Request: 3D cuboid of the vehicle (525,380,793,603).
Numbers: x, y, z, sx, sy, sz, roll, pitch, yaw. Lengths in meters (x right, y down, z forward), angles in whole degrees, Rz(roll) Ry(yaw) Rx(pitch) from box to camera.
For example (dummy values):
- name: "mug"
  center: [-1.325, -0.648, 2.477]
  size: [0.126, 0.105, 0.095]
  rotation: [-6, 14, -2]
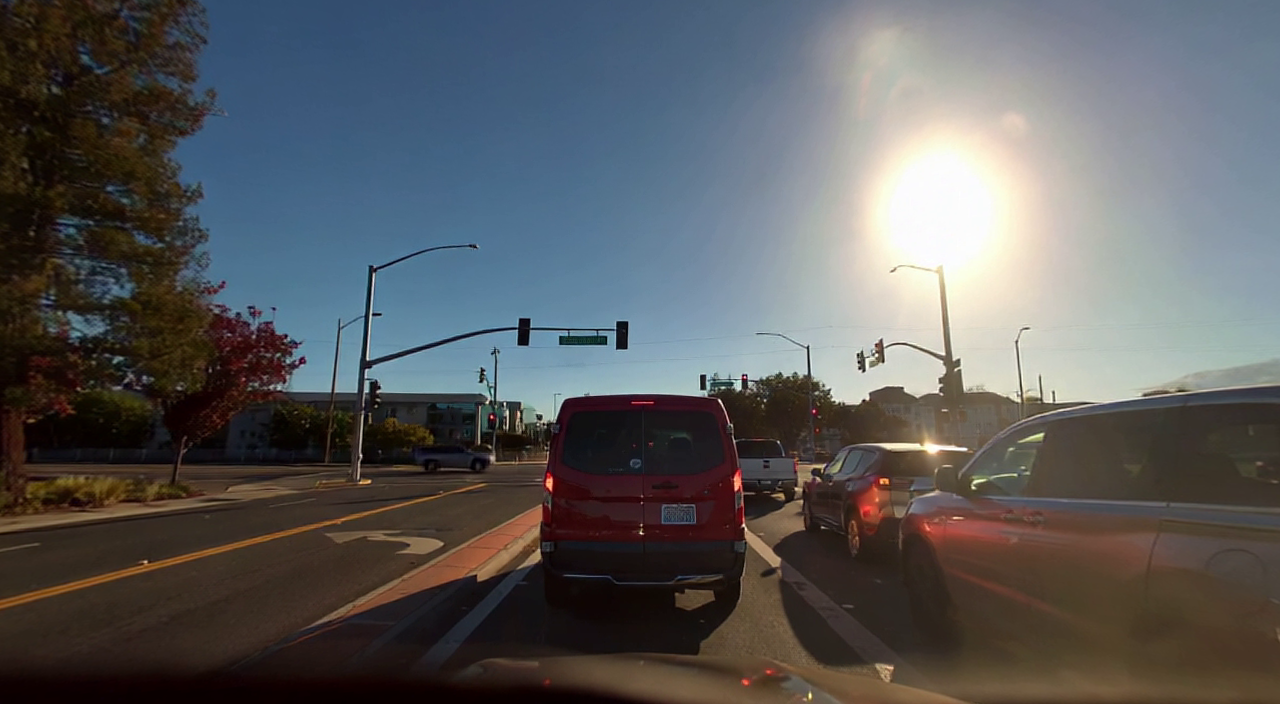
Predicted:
- name: "vehicle"
  center: [0.169, 1.465, 7.436]
  size: [2.185, 1.822, 4.391]
  rotation: [0, -8, 0]

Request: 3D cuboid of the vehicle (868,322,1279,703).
- name: "vehicle"
  center: [2.896, 0.948, 3.177]
  size: [1.971, 1.663, 4.287]
  rotation: [0, -8, 2]

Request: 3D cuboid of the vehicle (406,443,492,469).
- name: "vehicle"
  center: [-11.195, 6.150, 37.267]
  size: [4.664, 1.449, 1.992]
  rotation: [2, -9, -14]
